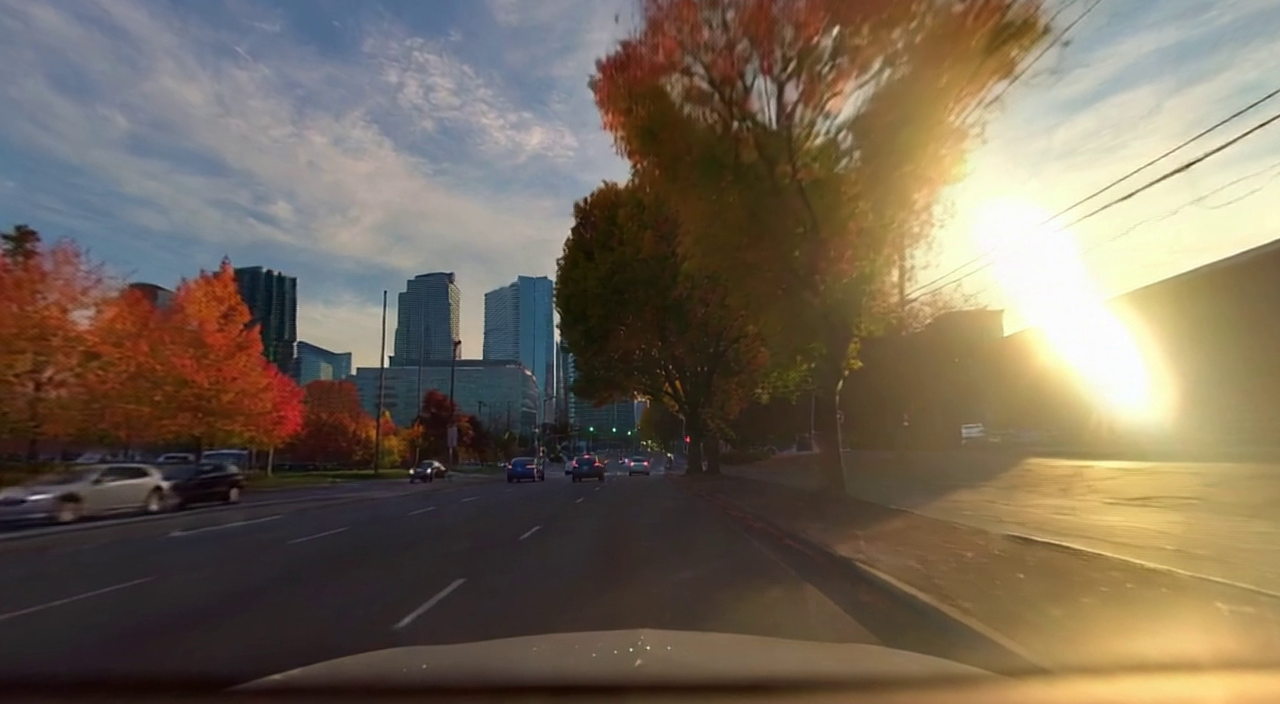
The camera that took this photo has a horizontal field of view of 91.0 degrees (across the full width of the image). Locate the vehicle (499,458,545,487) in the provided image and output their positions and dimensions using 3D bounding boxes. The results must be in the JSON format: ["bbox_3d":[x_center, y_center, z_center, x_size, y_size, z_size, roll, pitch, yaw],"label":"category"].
[{"bbox_3d":[-7.179,7.369,38.774,1.932,1.596,4.247,0,-9,1],"label":"vehicle"}]

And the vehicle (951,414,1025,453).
[{"bbox_3d":[24.836,5.959,45.254,2.347,2.576,5.846,0,-9,5],"label":"vehicle"}]

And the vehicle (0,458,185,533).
[{"bbox_3d":[-13.542,3.341,15.235,1.909,1.502,4.355,1,-9,-3],"label":"vehicle"}]

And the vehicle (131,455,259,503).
[{"bbox_3d":[-19.446,5.530,27.890,2.057,1.886,4.884,0,-9,0],"label":"vehicle"}]

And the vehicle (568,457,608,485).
[{"bbox_3d":[-3.315,7.656,40.819,2.085,1.663,4.513,0,-9,2],"label":"vehicle"}]
